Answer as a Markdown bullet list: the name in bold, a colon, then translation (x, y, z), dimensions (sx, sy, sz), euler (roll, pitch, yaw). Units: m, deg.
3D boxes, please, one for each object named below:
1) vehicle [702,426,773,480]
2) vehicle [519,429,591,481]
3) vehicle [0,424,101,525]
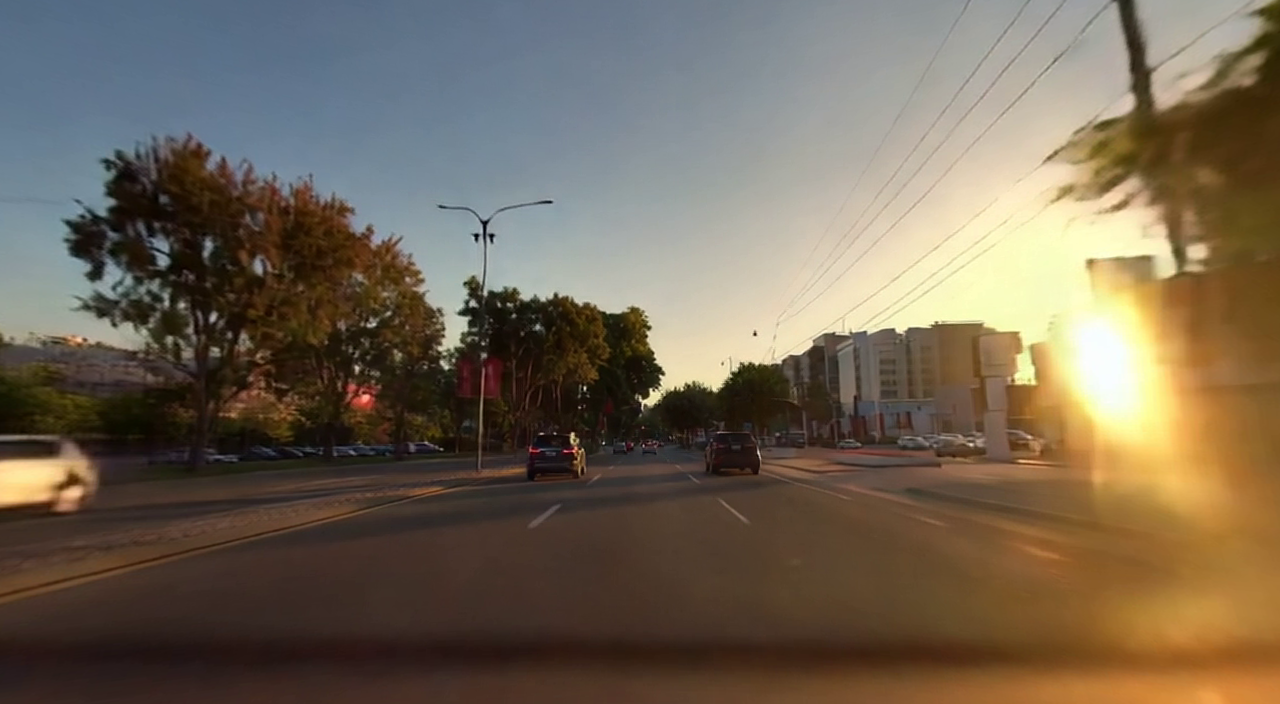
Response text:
- **vehicle**: translation (3.743, 3.973, 24.973), dimensions (2.024, 1.921, 4.431), euler (0, -8, -1)
- **vehicle**: translation (-3.099, 3.881, 23.844), dimensions (2.014, 1.775, 4.404), euler (0, -8, 1)
- **vehicle**: translation (-12.169, 2.091, 10.644), dimensions (2.023, 1.729, 4.478), euler (0, -8, 0)
